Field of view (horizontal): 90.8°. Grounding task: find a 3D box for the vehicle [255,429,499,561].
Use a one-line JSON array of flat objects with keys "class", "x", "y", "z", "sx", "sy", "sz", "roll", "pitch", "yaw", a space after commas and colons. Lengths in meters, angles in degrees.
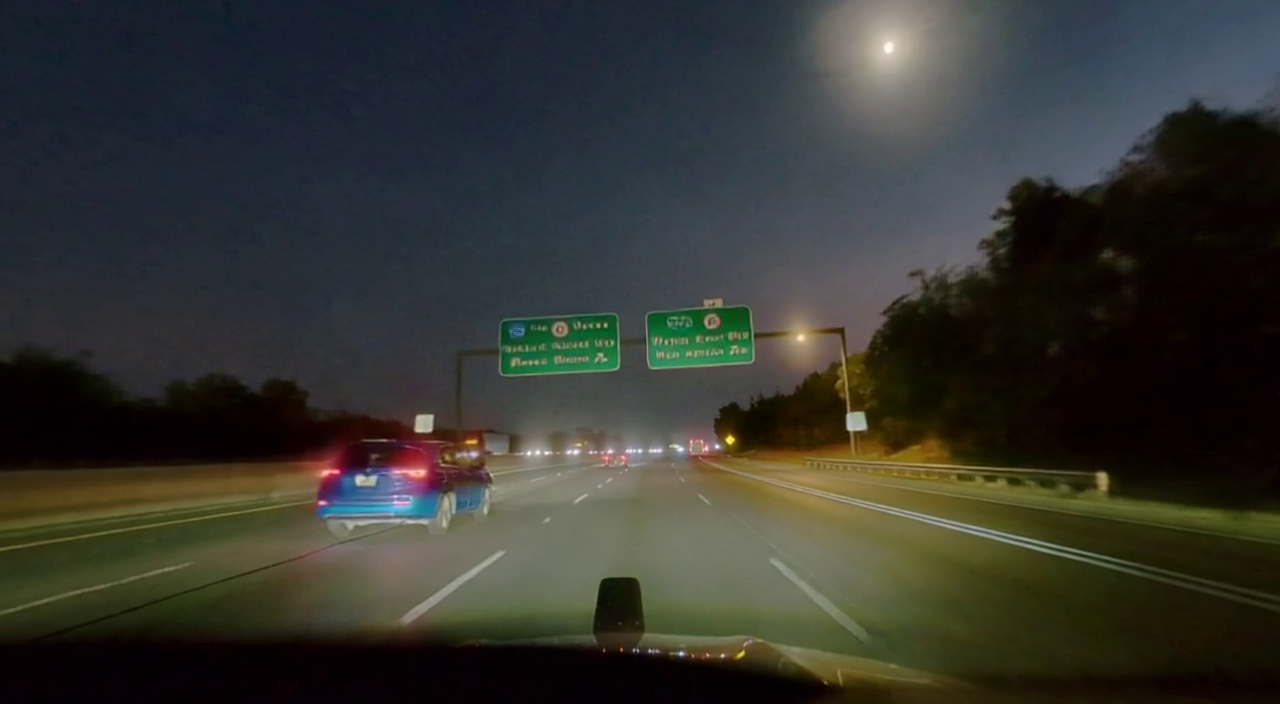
[{"class": "vehicle", "x": -3.752, "y": 2.097, "z": 9.998, "sx": 2.016, "sy": 1.623, "sz": 4.126, "roll": 0, "pitch": -9, "yaw": 1}]
